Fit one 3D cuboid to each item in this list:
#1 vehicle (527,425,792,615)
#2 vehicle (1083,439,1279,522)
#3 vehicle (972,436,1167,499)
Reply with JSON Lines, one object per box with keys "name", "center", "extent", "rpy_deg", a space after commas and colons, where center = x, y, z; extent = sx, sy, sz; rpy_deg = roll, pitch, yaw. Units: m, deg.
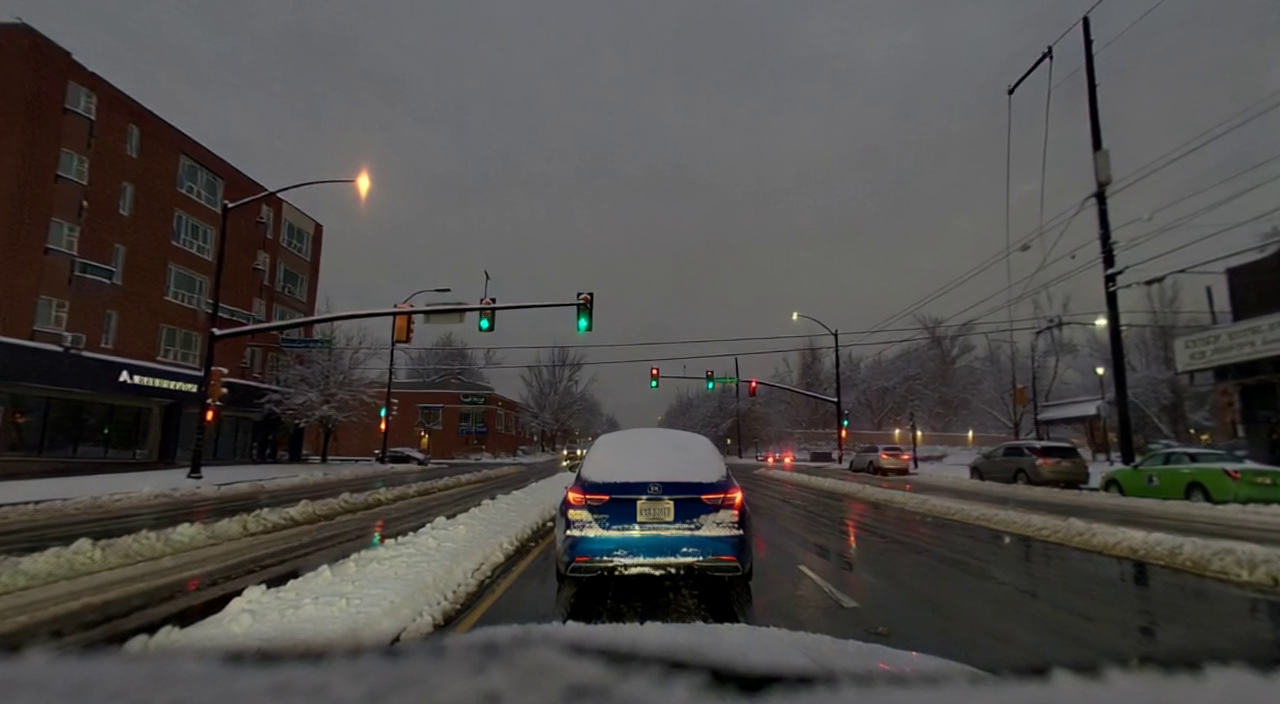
{"name": "vehicle", "center": [0.126, 1.645, 7.142], "extent": [2.067, 1.471, 4.241], "rpy_deg": [0, -9, -1]}
{"name": "vehicle", "center": [14.164, 3.100, 15.931], "extent": [2.235, 1.721, 5.230], "rpy_deg": [0, -9, 1]}
{"name": "vehicle", "center": [14.067, 3.815, 21.362], "extent": [2.309, 1.819, 5.793], "rpy_deg": [1, -9, -3]}
